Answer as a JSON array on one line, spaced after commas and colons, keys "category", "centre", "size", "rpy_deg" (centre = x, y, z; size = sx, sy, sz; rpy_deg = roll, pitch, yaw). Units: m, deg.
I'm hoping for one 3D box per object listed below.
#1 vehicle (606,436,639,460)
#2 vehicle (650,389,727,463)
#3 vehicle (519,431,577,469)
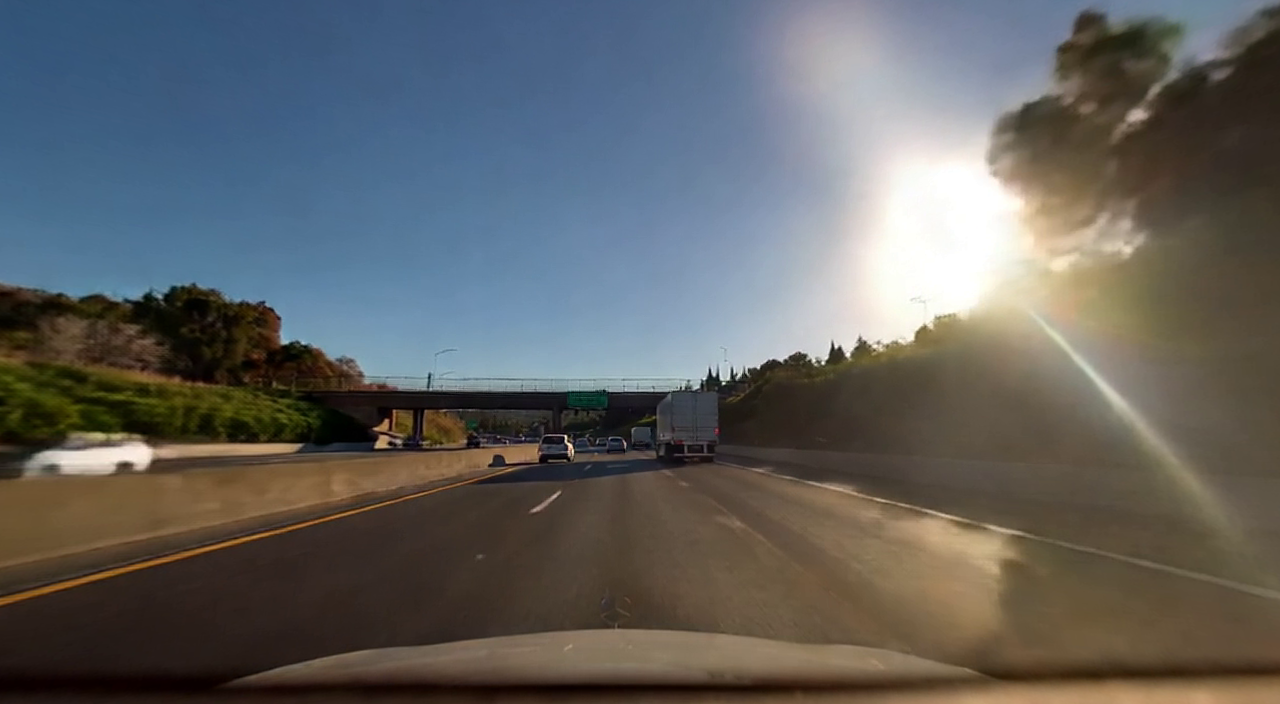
[{"category": "vehicle", "centre": [-1.232, 6.598, 43.360], "size": [2.125, 1.542, 3.816], "rpy_deg": [0, -8, -2]}, {"category": "vehicle", "centre": [2.797, 5.060, 41.466], "size": [3.301, 4.034, 13.722], "rpy_deg": [0, -8, -3]}, {"category": "vehicle", "centre": [-4.502, 4.907, 31.625], "size": [2.377, 1.747, 4.703], "rpy_deg": [0, -8, -2]}]
